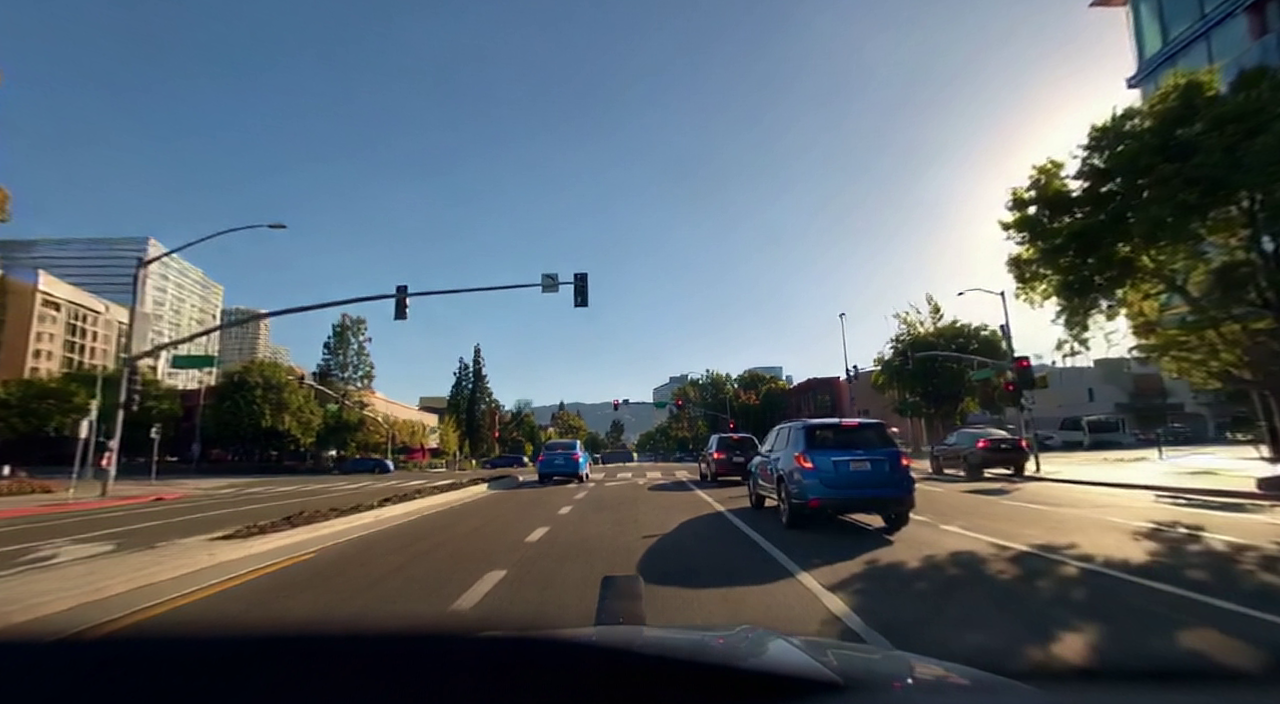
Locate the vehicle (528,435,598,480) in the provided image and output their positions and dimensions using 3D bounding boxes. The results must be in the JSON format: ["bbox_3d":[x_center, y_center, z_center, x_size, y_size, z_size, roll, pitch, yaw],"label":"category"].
[{"bbox_3d":[-2.747,3.864,23.379,1.969,1.513,3.773,0,-8,2],"label":"vehicle"}]

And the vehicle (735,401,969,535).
[{"bbox_3d":[3.134,1.871,10.711,2.247,1.738,4.818,0,-8,-1],"label":"vehicle"}]

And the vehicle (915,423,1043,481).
[{"bbox_3d":[11.350,3.384,21.540,1.971,1.746,4.271,0,-8,0],"label":"vehicle"}]
